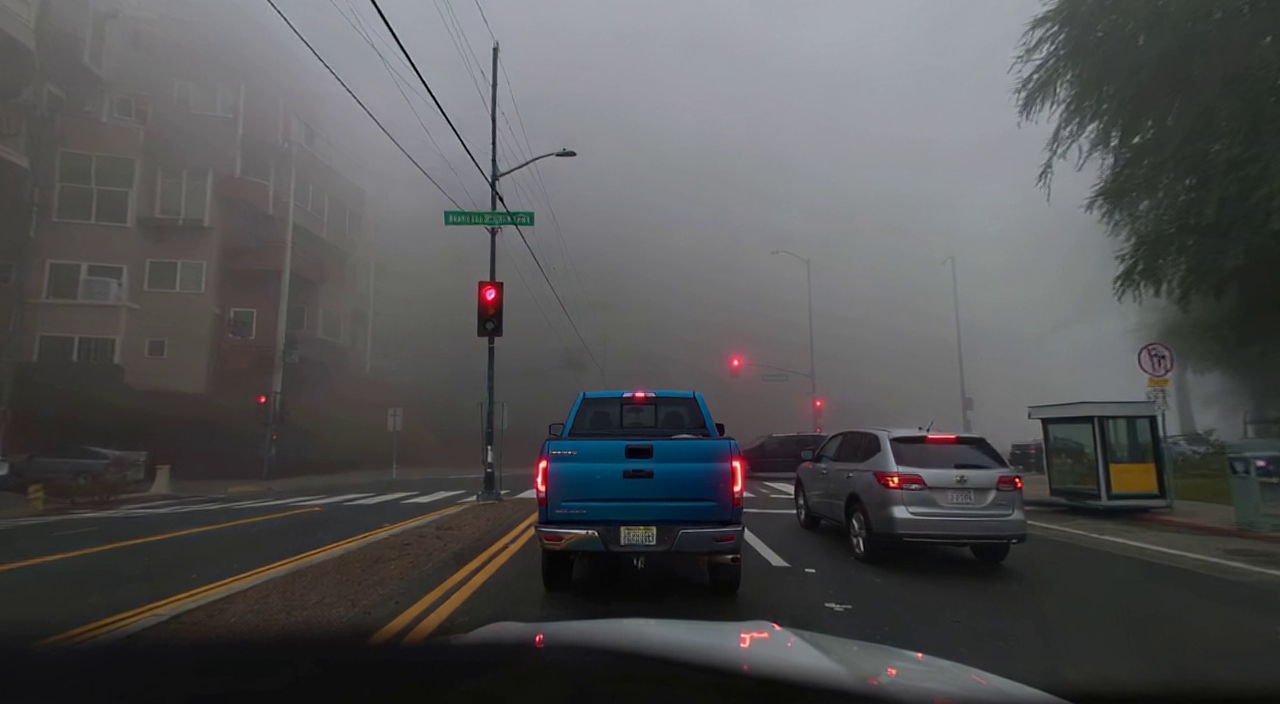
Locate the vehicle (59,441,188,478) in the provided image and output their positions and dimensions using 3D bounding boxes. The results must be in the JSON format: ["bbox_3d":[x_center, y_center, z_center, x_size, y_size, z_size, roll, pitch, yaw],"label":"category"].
[{"bbox_3d":[-24.866,5.182,30.475,4.563,1.692,1.778,0,-8,-1],"label":"vehicle"}]

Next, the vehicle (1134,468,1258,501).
[{"bbox_3d":[26.367,6.276,29.985,4.071,1.388,1.884,0,-8,1],"label":"vehicle"}]

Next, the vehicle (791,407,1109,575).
[{"bbox_3d":[3.849,1.816,9.097,2.131,1.759,4.762,0,-8,0],"label":"vehicle"}]

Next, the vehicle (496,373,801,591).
[{"bbox_3d":[0.106,1.547,8.309,2.738,1.959,5.070,0,-8,1],"label":"vehicle"}]
